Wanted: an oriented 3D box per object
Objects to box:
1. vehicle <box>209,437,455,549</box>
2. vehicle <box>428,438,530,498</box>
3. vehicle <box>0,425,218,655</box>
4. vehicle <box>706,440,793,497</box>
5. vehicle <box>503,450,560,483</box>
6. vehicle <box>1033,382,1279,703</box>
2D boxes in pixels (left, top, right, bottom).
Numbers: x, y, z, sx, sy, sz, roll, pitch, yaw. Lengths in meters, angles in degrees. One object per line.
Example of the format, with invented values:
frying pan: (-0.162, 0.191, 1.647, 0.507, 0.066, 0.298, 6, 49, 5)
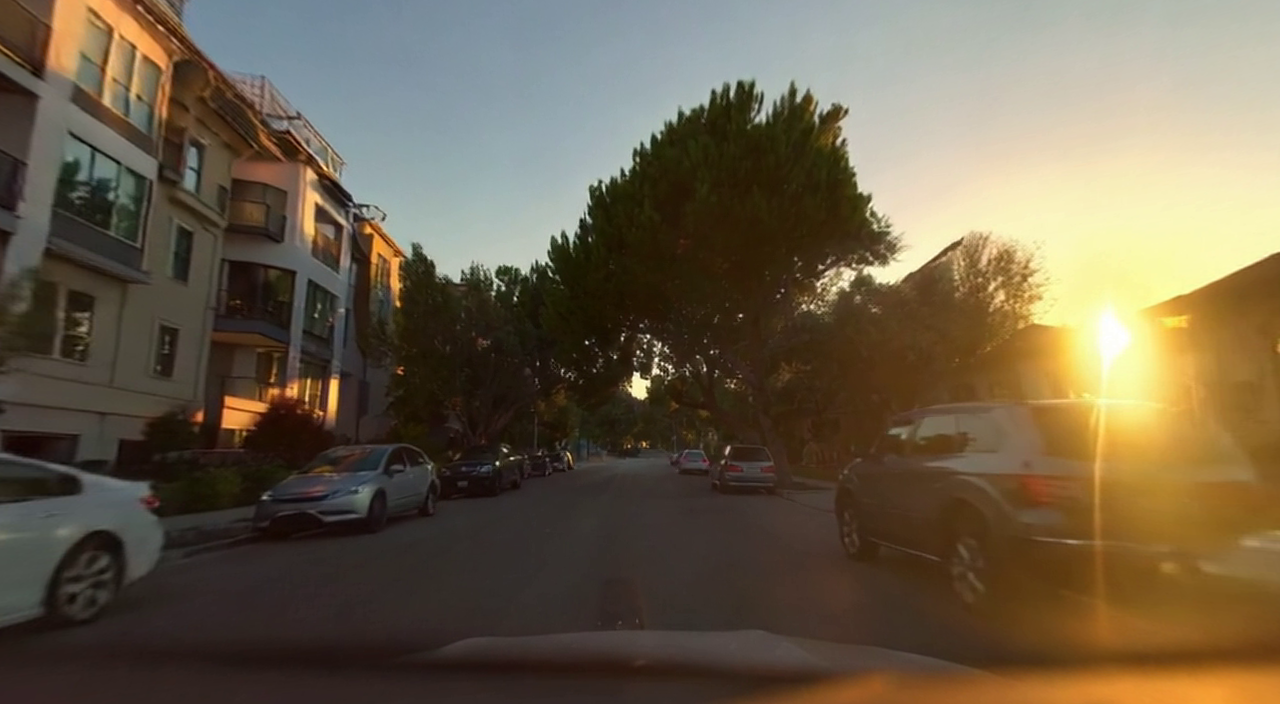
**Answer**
vehicle: (-5.938, 2.753, 13.266, 2.431, 1.718, 5.431, -3, -8, 0)
vehicle: (-5.877, 4.296, 23.922, 2.499, 2.008, 5.293, 0, -8, 0)
vehicle: (-5.617, 1.309, 4.039, 2.256, 1.590, 5.488, -2, -8, -2)
vehicle: (3.832, 4.179, 23.133, 2.137, 1.848, 4.953, 0, -8, -2)
vehicle: (-5.800, 6.182, 34.476, 2.328, 1.610, 5.161, 0, -8, -1)
vehicle: (3.593, 0.808, 1.593, 1.988, 1.652, 5.017, 0, -8, 0)
